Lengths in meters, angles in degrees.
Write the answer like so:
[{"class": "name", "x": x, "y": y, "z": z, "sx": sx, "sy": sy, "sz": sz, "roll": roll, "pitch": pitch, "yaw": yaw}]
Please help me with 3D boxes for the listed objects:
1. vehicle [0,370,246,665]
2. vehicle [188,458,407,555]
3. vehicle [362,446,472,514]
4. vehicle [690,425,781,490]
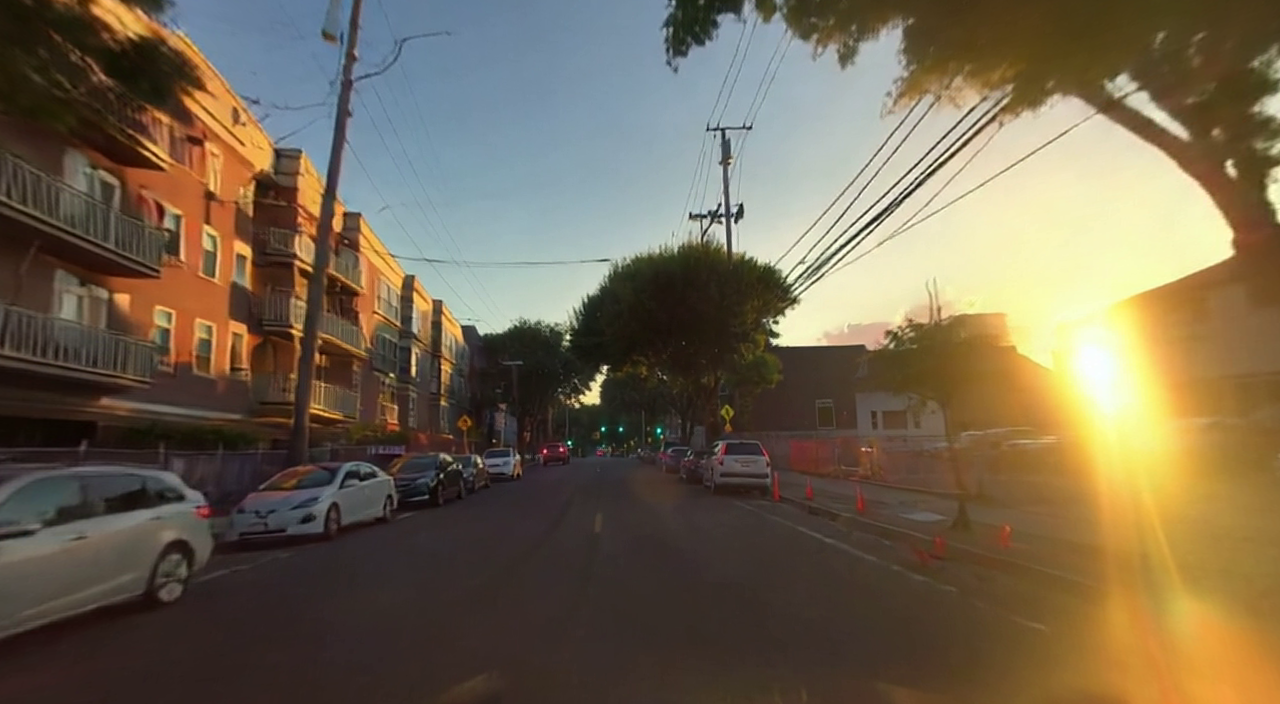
[{"class": "vehicle", "x": -5.757, "y": 1.377, "z": 5.649, "sx": 1.894, "sy": 2.186, "sz": 3.901, "roll": 0, "pitch": -8, "yaw": -1}, {"class": "vehicle", "x": -6.145, "y": 2.820, "z": 12.082, "sx": 1.967, "sy": 1.483, "sz": 4.347, "roll": 1, "pitch": -10, "yaw": -4}, {"class": "vehicle", "x": -6.248, "y": 3.565, "z": 18.241, "sx": 1.996, "sy": 1.695, "sz": 4.127, "roll": 1, "pitch": -8, "yaw": -5}, {"class": "vehicle", "x": 3.015, "y": 3.613, "z": 21.075, "sx": 1.994, "sy": 1.857, "sz": 4.393, "roll": 1, "pitch": -13, "yaw": -5}]
